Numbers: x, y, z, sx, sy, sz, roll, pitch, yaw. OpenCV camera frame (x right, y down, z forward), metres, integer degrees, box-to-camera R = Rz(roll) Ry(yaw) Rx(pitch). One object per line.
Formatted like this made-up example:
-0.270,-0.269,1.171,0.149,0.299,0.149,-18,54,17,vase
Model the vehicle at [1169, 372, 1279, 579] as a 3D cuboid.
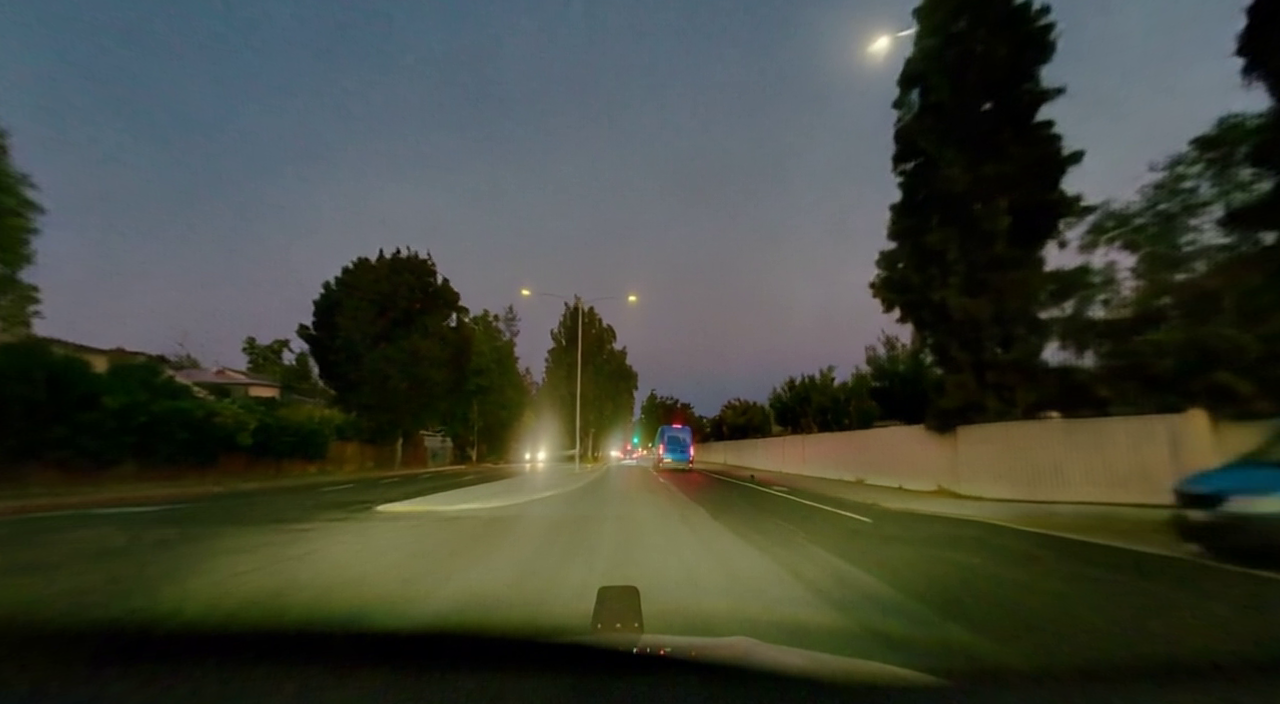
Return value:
9.210,1.304,6.632,4.990,2.142,2.488,0,-8,0,vehicle
